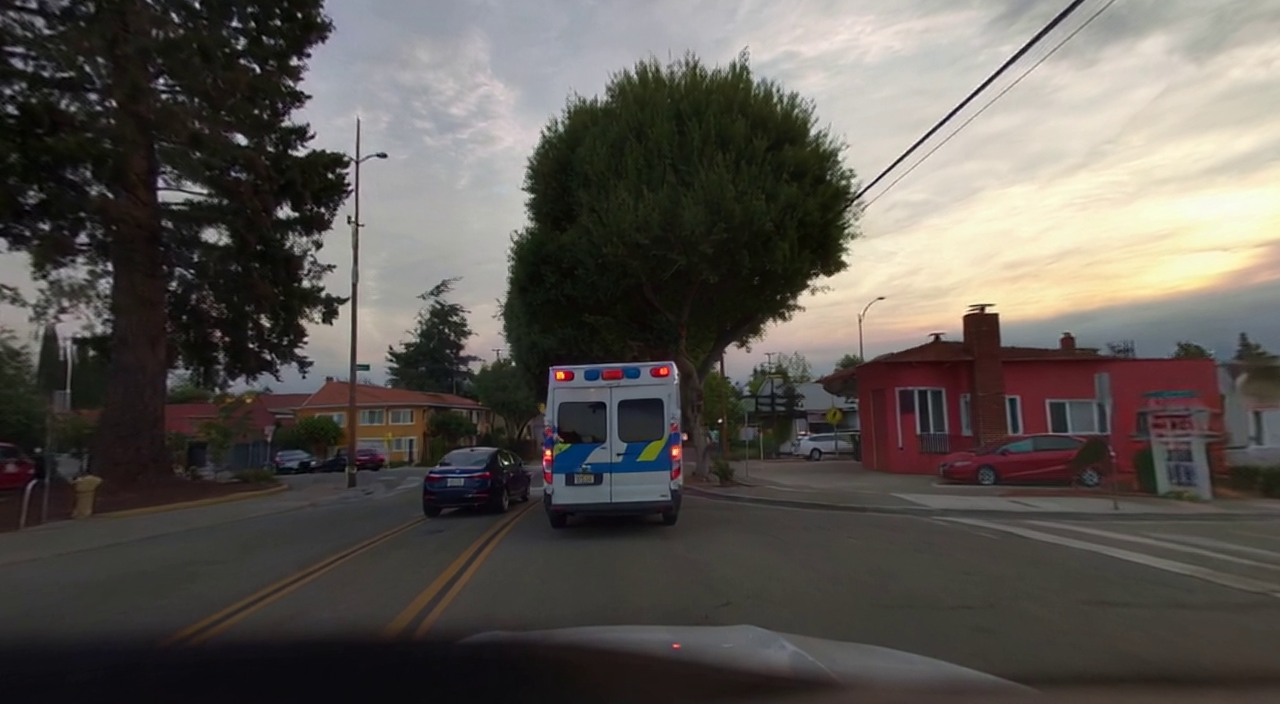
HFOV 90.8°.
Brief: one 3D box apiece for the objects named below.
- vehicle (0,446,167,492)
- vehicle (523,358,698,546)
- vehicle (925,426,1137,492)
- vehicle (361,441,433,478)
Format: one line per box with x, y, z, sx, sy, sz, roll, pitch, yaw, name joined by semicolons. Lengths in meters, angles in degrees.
-19.437;4.004;21.904;4.412;1.468;1.914;0;-8;-3;vehicle
-0.411;1.804;11.753;2.444;2.640;5.482;0;-8;0;vehicle
12.520;3.491;20.700;5.270;1.966;2.329;-2;-8;10;vehicle
-13.037;5.667;33.732;2.290;1.776;4.947;6;-10;-36;vehicle
